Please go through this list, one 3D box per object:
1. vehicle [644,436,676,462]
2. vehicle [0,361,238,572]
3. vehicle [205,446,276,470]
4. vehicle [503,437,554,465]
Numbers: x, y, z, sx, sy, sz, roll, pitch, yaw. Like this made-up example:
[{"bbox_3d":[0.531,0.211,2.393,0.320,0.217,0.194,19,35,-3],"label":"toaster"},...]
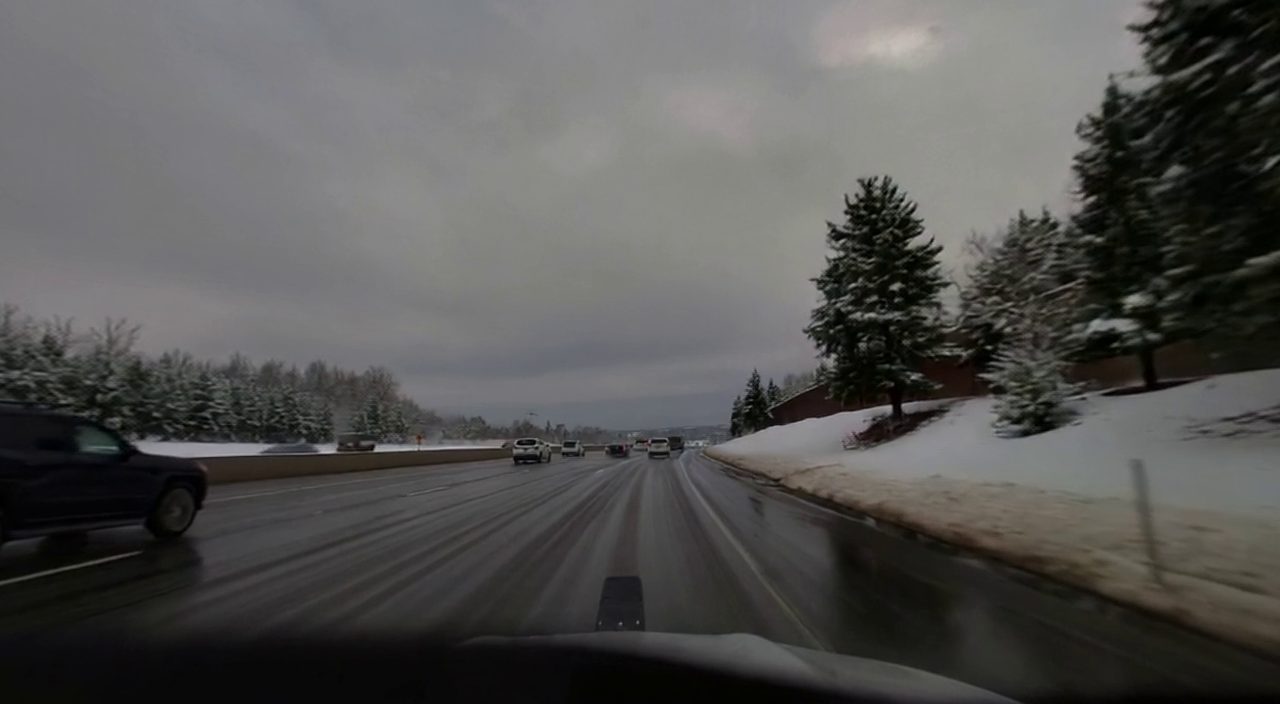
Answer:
[{"bbox_3d":[1.488,6.835,44.581,2.141,1.706,4.065,0,-8,4],"label":"vehicle"},{"bbox_3d":[-7.248,1.146,6.440,2.438,1.967,5.596,0,-8,2],"label":"vehicle"},{"bbox_3d":[-27.491,7.303,43.539,1.819,1.520,4.464,0,-8,3],"label":"vehicle"},{"bbox_3d":[-6.616,5.915,37.823,1.986,1.534,4.255,0,-8,4],"label":"vehicle"}]
